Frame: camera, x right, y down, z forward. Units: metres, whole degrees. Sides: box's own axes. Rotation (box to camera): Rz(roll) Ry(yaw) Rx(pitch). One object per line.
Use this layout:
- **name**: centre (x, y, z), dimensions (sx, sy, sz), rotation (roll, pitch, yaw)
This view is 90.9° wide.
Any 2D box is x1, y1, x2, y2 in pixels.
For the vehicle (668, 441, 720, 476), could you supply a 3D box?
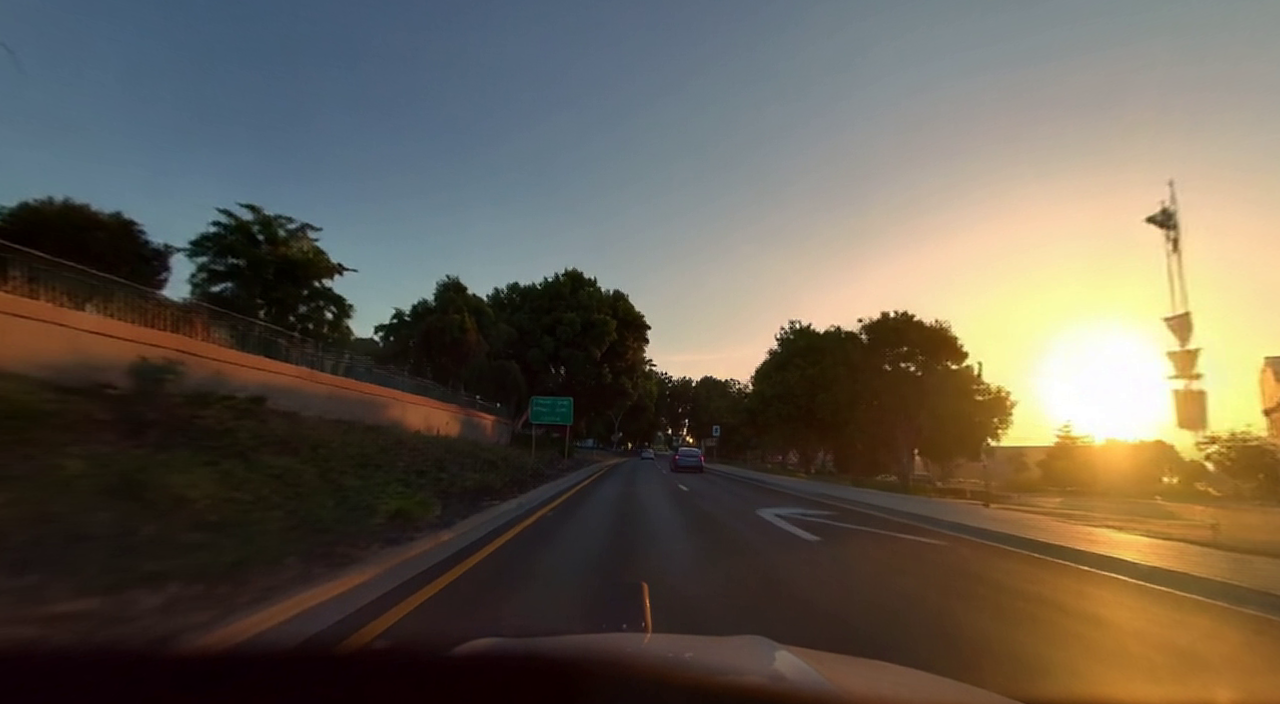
- **vehicle**: centre (2.394, 4.876, 29.095), dimensions (1.956, 1.473, 4.640), rotation (0, -8, -1)
